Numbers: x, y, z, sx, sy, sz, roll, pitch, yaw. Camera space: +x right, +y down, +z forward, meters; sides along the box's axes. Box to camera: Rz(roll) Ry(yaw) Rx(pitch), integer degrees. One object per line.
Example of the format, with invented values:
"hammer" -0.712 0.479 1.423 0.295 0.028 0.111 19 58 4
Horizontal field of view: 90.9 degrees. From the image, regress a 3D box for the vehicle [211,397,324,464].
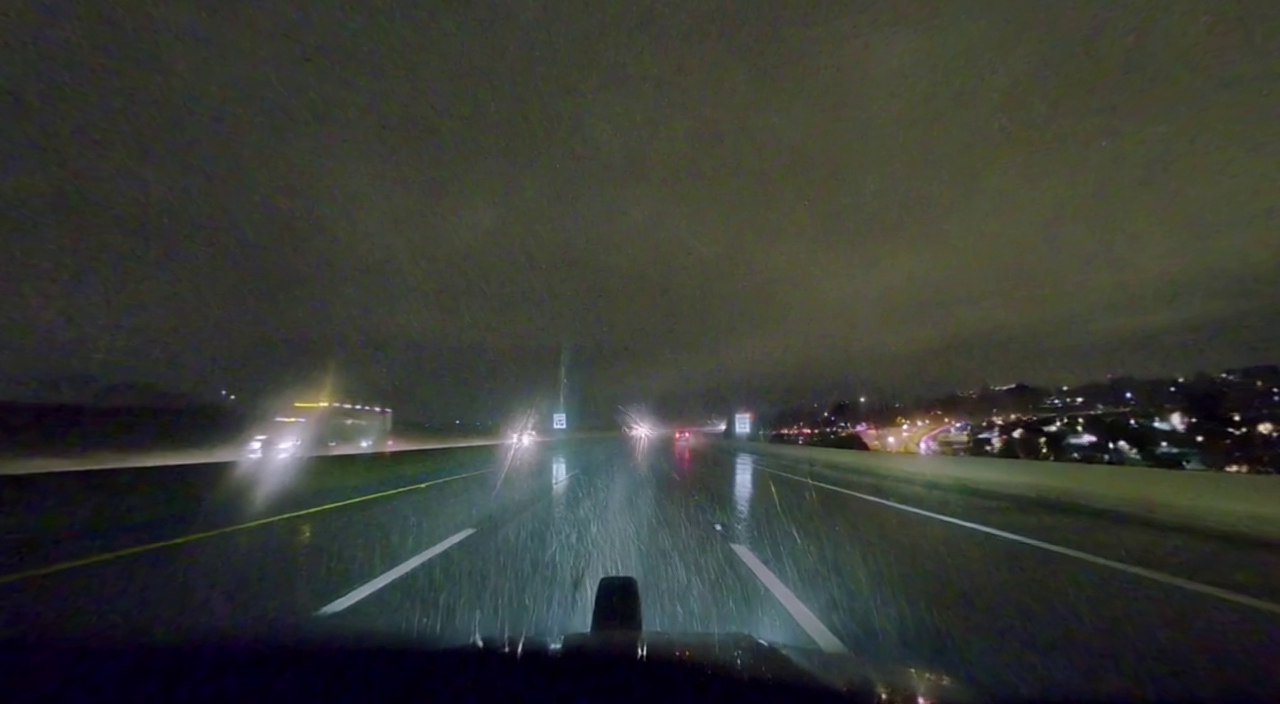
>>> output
"vehicle" -23.982 5.124 41.083 3.205 4.025 6.470 0 -8 1
